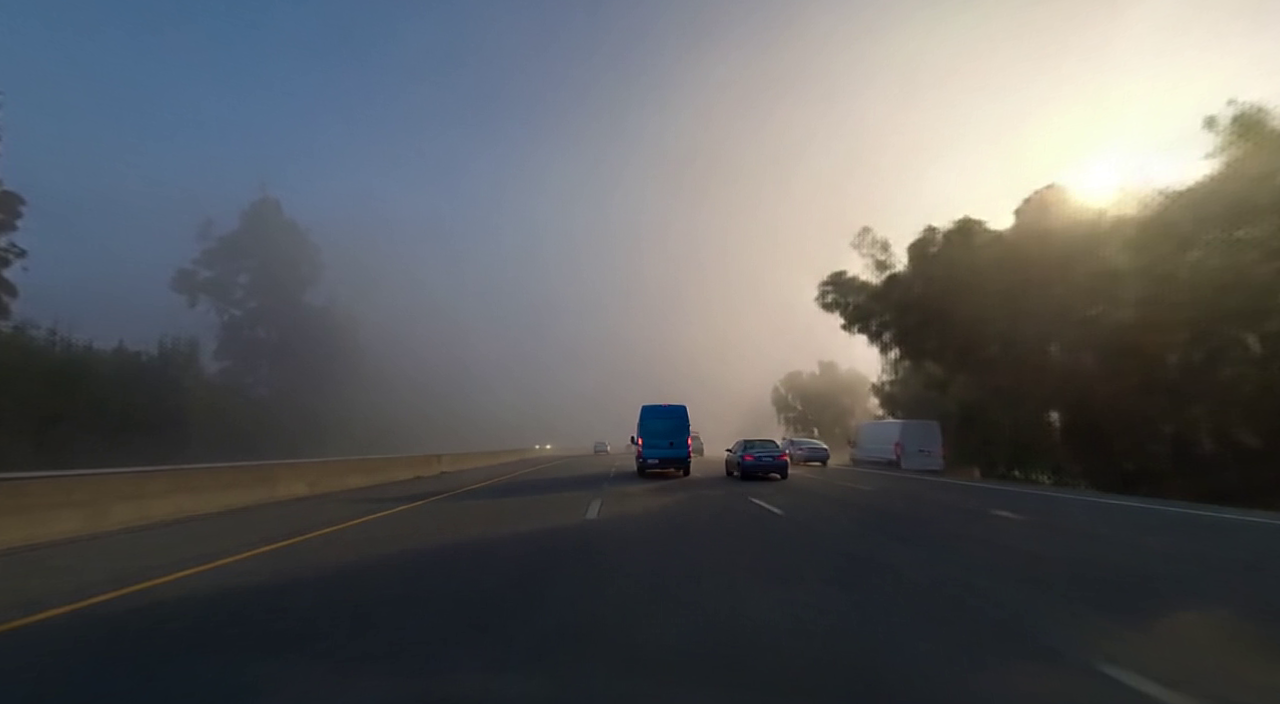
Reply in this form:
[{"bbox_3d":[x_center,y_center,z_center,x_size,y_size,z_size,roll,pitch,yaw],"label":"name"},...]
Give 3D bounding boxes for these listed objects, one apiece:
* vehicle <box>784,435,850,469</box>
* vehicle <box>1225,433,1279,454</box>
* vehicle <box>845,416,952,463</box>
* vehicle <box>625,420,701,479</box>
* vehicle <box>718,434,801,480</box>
[{"bbox_3d":[8.286,4.705,29.709,1.874,1.496,3.586,0,-8,-3],"label":"vehicle"},{"bbox_3d":[47.867,6.977,47.862,4.409,1.535,2.038,0,-8,-1],"label":"vehicle"},{"bbox_3d":[16.983,5.870,42.085,3.113,2.773,8.752,0,-8,-3],"label":"vehicle"},{"bbox_3d":[0.768,3.858,25.083,2.546,2.087,5.404,0,-8,-3],"label":"vehicle"},{"bbox_3d":[4.205,3.757,22.747,2.099,1.510,3.784,0,-8,-2],"label":"vehicle"}]
